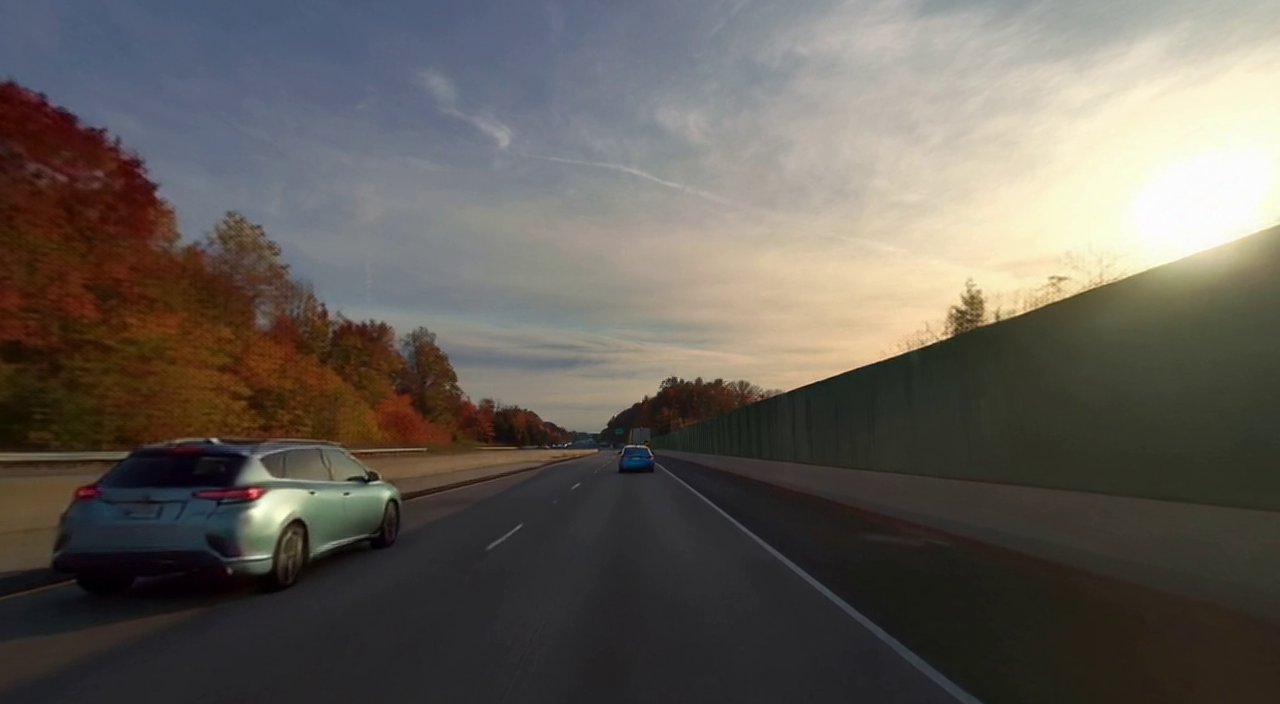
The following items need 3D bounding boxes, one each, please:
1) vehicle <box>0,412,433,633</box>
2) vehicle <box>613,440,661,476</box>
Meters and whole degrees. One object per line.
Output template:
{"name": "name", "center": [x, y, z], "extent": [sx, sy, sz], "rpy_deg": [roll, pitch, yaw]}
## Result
{"name": "vehicle", "center": [-3.879, 1.503, 6.566], "extent": [2.054, 1.536, 4.128], "rpy_deg": [0, -8, 0]}
{"name": "vehicle", "center": [-0.165, 4.793, 28.703], "extent": [2.057, 1.516, 4.065], "rpy_deg": [0, -8, -1]}
